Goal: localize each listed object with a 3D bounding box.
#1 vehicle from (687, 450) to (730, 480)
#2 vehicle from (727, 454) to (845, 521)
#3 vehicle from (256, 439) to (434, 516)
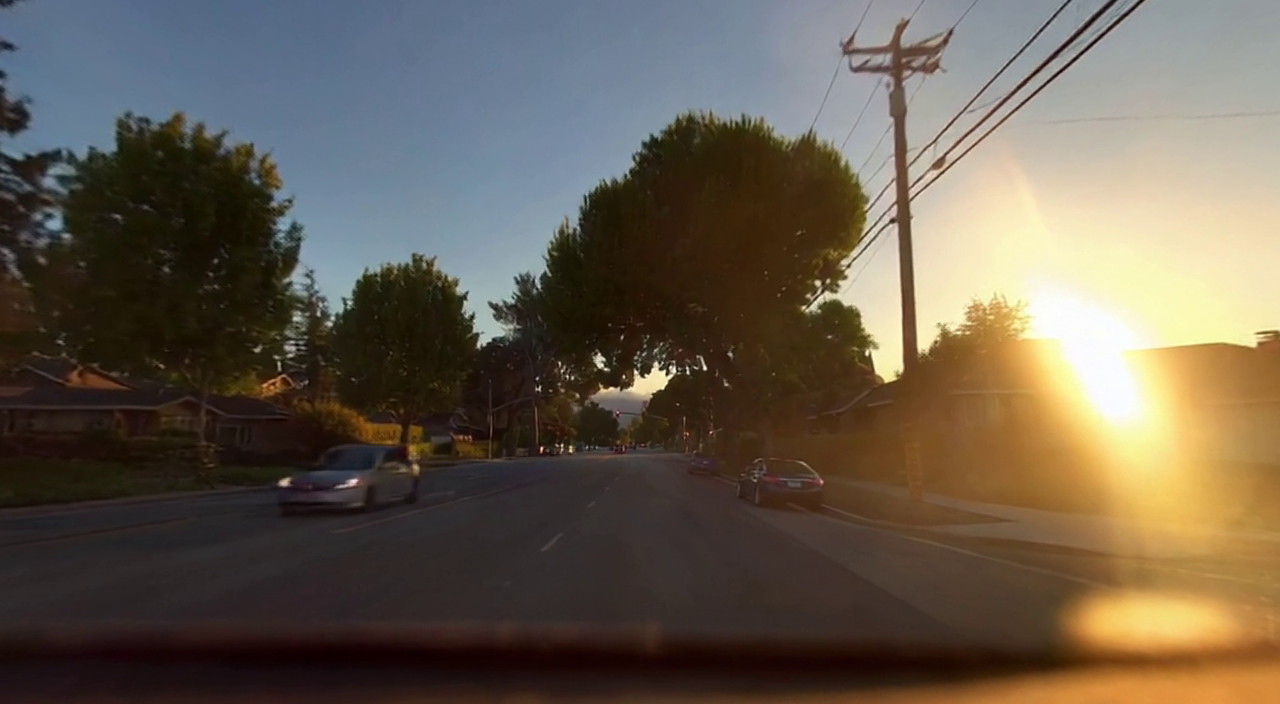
[{"bbox_3d":[4.034,6.746,38.037,2.020,1.690,4.621,1,-9,-1],"label":"vehicle"},{"bbox_3d":[3.777,3.577,17.290,2.031,1.500,4.590,1,-9,-1],"label":"vehicle"},{"bbox_3d":[-6.535,2.803,14.666,2.049,1.494,4.226,0,-9,0],"label":"vehicle"}]
